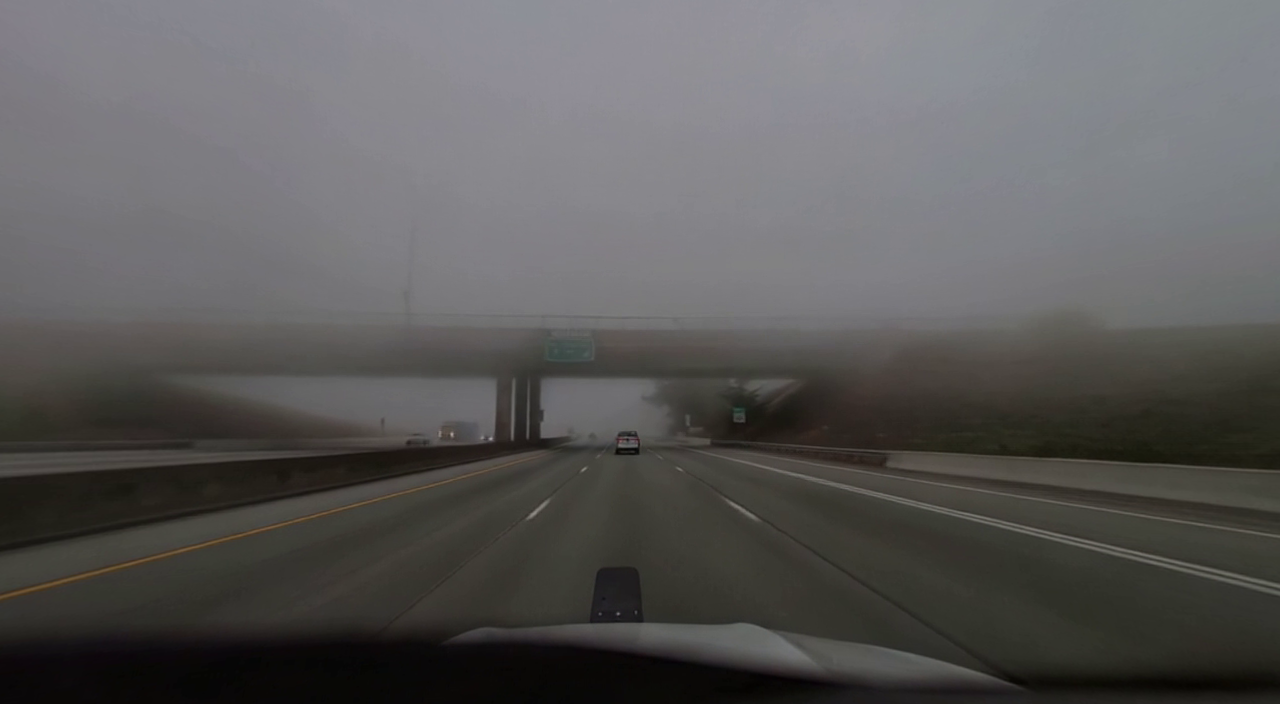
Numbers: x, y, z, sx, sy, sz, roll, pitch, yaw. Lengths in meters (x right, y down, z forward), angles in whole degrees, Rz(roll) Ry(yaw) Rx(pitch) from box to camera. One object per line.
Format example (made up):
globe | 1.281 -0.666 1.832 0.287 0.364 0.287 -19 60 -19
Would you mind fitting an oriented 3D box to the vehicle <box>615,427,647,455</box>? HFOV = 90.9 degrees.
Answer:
vehicle | -0.717 6.540 46.348 2.277 1.913 4.510 0 -8 -2
